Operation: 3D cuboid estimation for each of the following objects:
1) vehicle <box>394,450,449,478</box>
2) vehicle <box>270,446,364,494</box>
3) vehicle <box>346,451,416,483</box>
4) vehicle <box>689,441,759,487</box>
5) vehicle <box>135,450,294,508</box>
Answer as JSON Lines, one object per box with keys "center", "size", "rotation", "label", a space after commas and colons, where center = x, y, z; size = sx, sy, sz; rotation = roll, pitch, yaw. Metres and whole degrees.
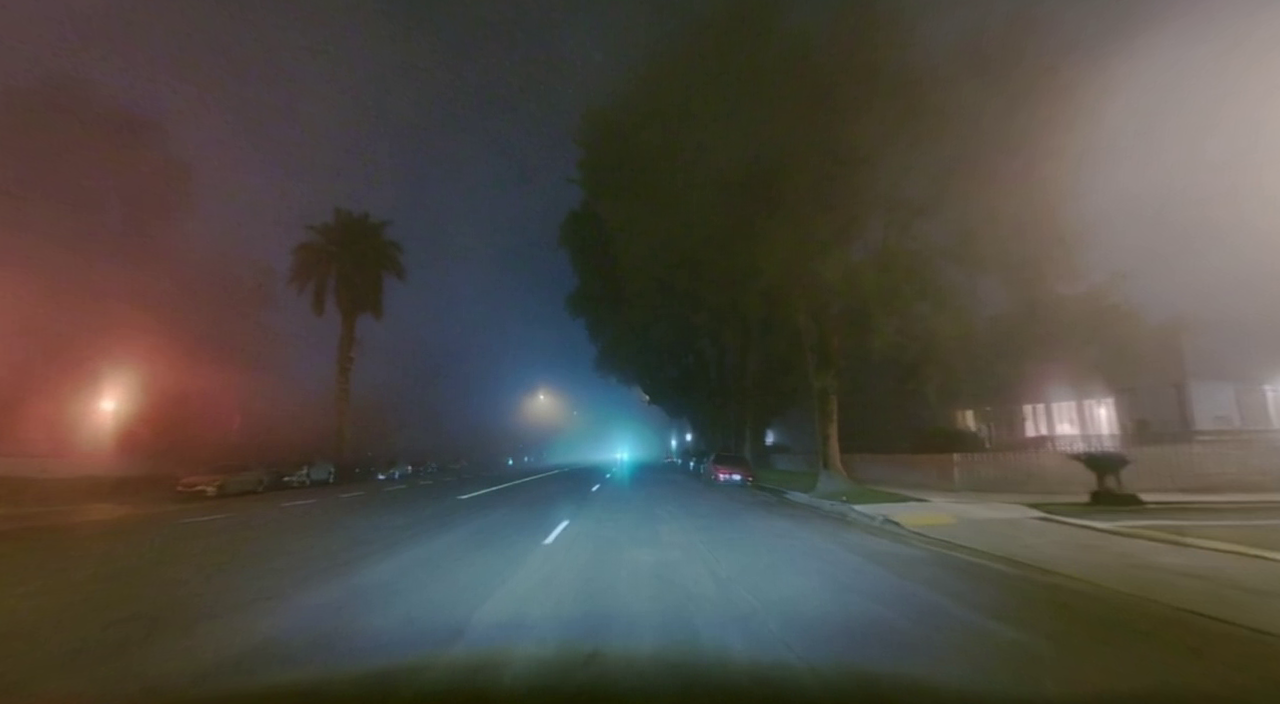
{"center": [-13.722, 7.045, 39.975], "size": [1.899, 1.474, 4.529], "rotation": [-1, -7, -1], "label": "vehicle"}
{"center": [-13.693, 4.975, 27.111], "size": [1.844, 1.764, 4.183], "rotation": [-1, -7, 0], "label": "vehicle"}
{"center": [-13.753, 6.095, 33.794], "size": [1.921, 1.498, 4.460], "rotation": [0, -7, -1], "label": "vehicle"}
{"center": [3.435, 4.684, 26.833], "size": [2.221, 1.718, 5.192], "rotation": [0, -9, 0], "label": "vehicle"}
{"center": [-13.600, 4.028, 20.595], "size": [2.131, 1.492, 4.310], "rotation": [-1, -7, 2], "label": "vehicle"}
